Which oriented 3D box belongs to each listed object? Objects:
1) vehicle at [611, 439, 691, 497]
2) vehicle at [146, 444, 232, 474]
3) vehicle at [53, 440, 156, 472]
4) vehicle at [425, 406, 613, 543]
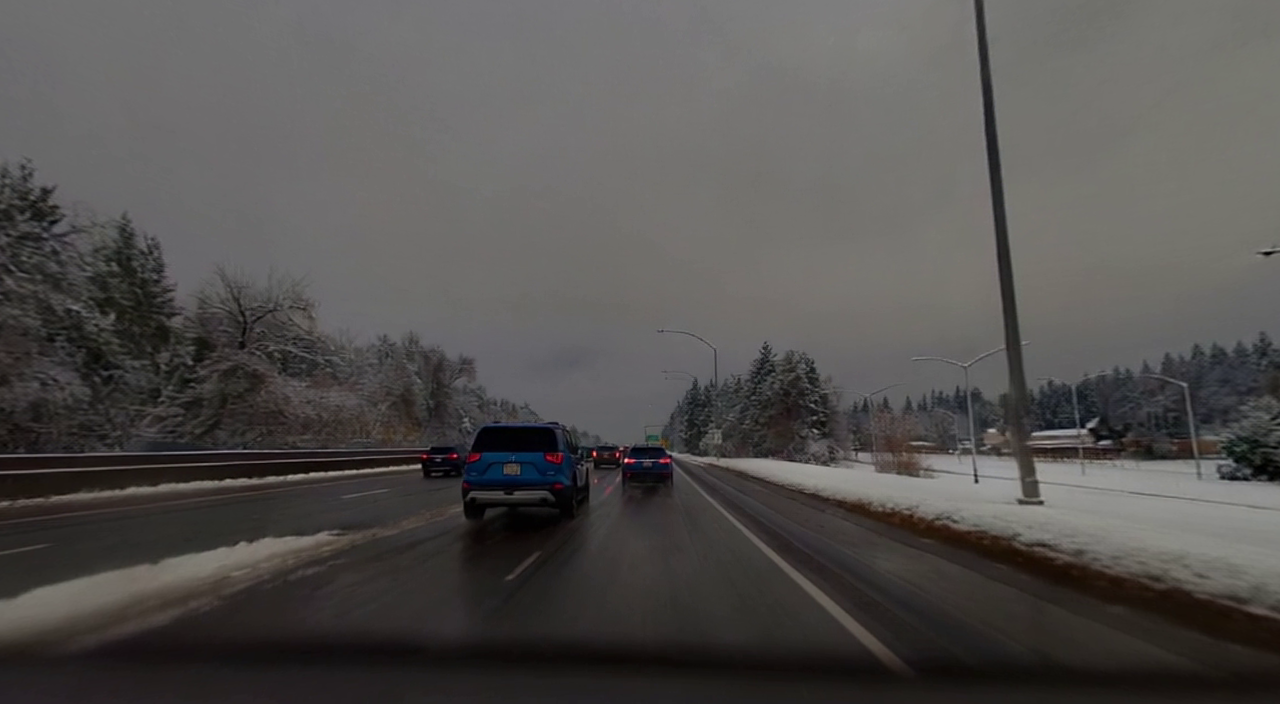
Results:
[{"bbox_3d":[0.349,3.337,18.450,2.068,1.488,4.045,0,-9,2],"label":"vehicle"},{"bbox_3d":[-24.172,5.715,33.923,1.631,1.470,3.783,-1,-8,3],"label":"vehicle"},{"bbox_3d":[-28.684,5.600,33.938,1.804,1.610,4.057,0,-9,3],"label":"vehicle"},{"bbox_3d":[-1.691,1.936,10.460,2.123,1.798,4.108,0,-9,3],"label":"vehicle"}]
